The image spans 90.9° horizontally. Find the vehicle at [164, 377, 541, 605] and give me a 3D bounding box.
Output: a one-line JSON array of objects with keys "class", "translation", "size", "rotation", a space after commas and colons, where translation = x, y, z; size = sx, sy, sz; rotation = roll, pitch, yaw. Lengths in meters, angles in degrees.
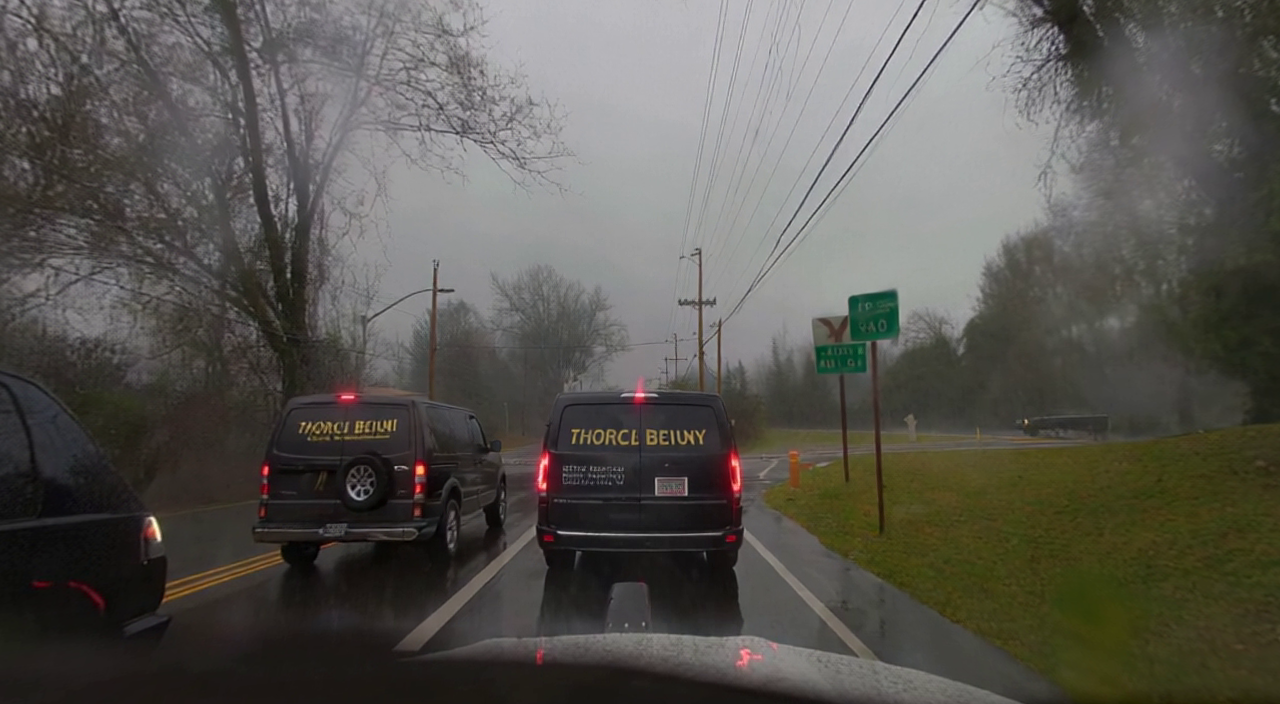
[{"class": "vehicle", "translation": [-2.753, 1.487, 7.622], "size": [2.109, 1.851, 4.749], "rotation": [-1, -8, 3]}]

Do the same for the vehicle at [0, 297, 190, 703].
[{"class": "vehicle", "translation": [-3.151, 0.477, 0.246], "size": [2.160, 1.796, 4.997], "rotation": [0, -8, 1]}]

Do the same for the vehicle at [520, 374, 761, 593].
[{"class": "vehicle", "translation": [0.111, 1.462, 7.700], "size": [2.117, 1.911, 4.095], "rotation": [-1, -8, 3]}]
